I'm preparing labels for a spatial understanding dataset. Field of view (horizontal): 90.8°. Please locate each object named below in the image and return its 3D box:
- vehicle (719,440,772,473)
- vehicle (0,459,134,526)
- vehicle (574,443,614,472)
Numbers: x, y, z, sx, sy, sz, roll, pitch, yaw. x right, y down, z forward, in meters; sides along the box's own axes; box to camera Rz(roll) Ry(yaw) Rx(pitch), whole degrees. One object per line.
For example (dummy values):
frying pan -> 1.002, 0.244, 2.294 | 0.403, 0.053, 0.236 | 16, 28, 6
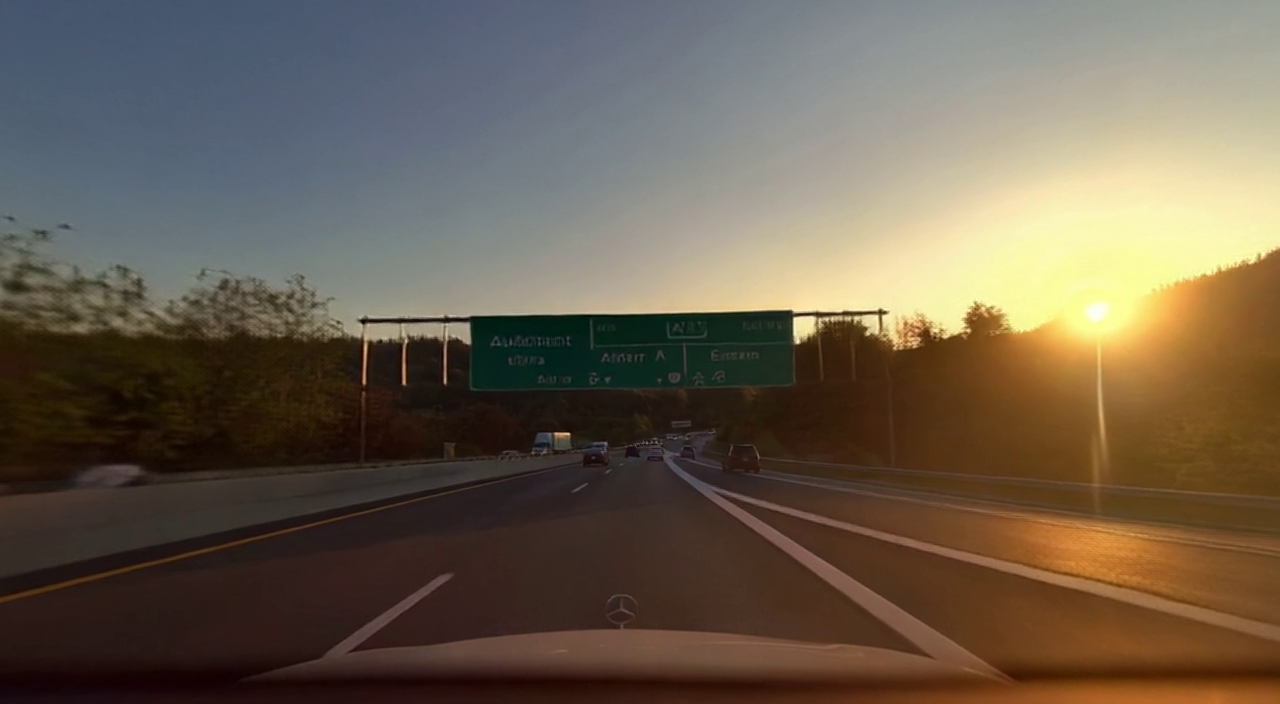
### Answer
vehicle -> 5.601, 5.599, 34.049 | 2.021, 1.639, 4.203 | 0, -9, -2
vehicle -> -15.850, 3.577, 16.368 | 1.861, 1.466, 4.266 | 0, -9, 0
vehicle -> -2.763, 6.456, 38.824 | 2.037, 1.638, 4.274 | 0, -9, 1
